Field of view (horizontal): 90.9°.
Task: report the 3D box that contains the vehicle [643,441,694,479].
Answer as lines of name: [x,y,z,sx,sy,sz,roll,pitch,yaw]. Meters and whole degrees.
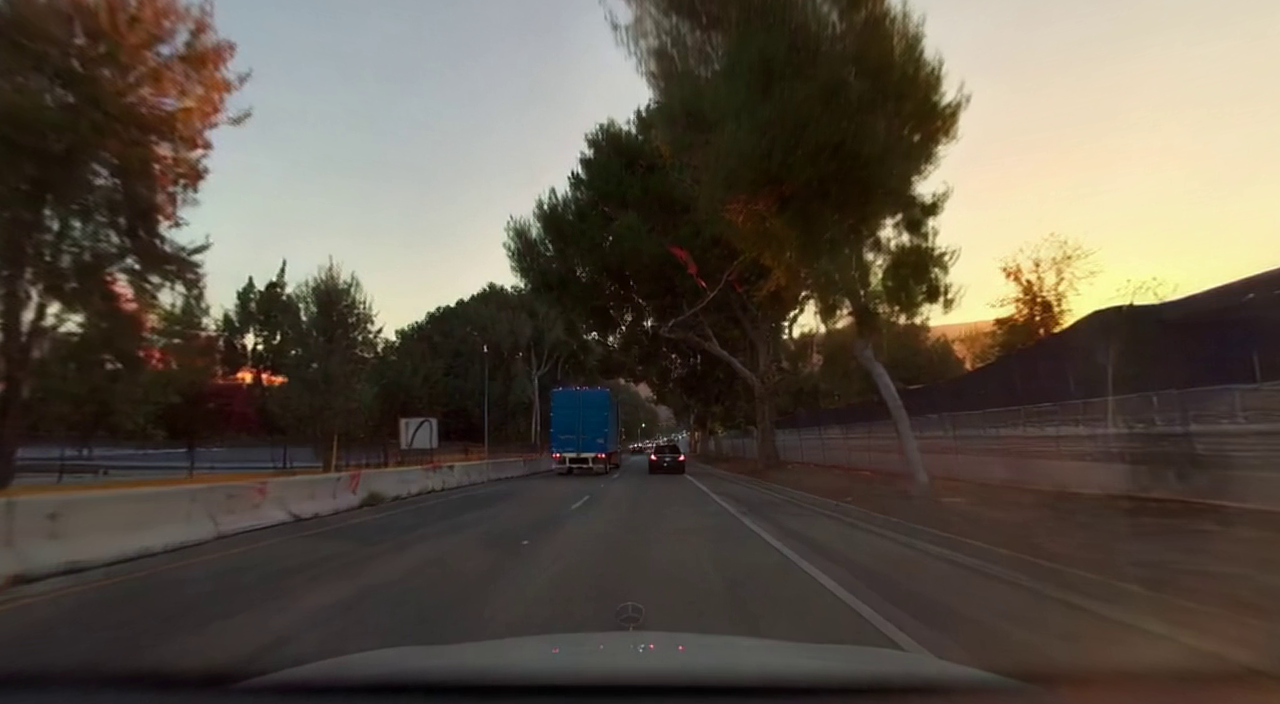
vehicle: [1.295,5.266,31.056,2.304,1.675,4.462,0,-8,0]

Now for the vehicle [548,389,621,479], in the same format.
vehicle: [-2.782,4.900,36.805,2.906,4.115,15.715,0,-8,0]
